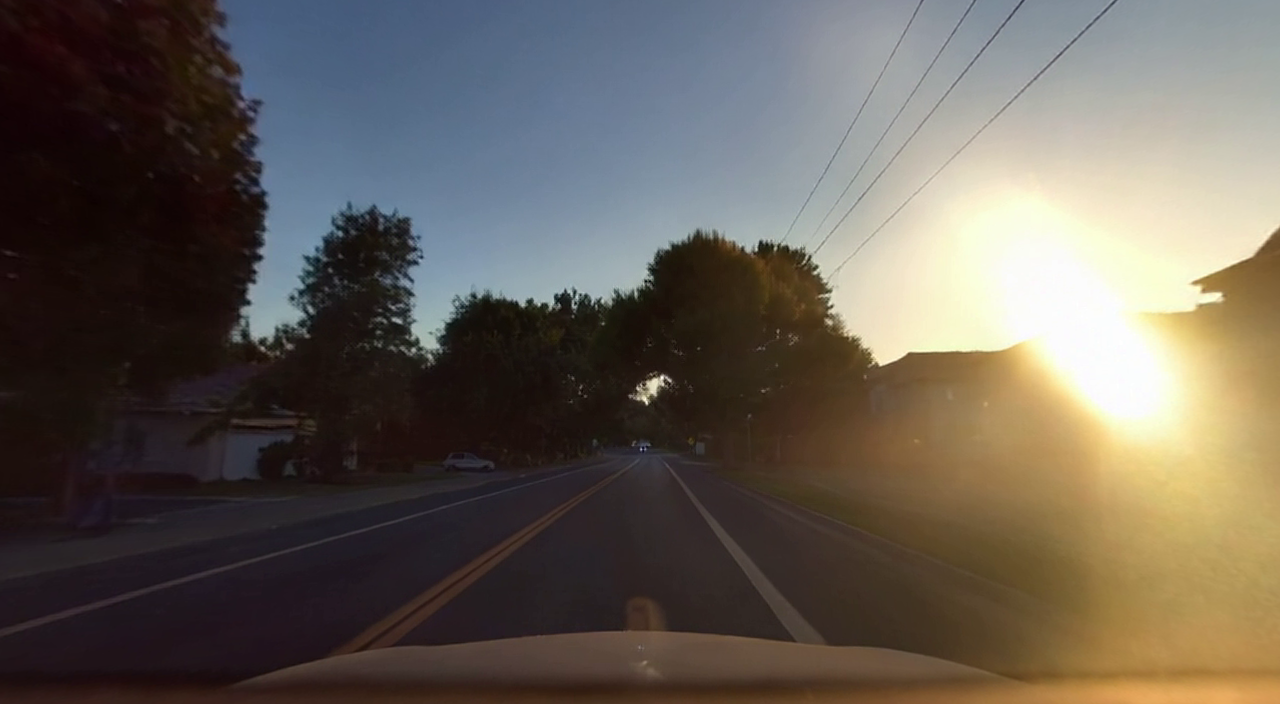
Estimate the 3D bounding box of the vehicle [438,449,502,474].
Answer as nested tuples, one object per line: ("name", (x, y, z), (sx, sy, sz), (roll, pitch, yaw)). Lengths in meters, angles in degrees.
("vehicle", (-12.923, 8.320, 48.027), (4.310, 1.723, 1.915), (-2, -7, 14))
